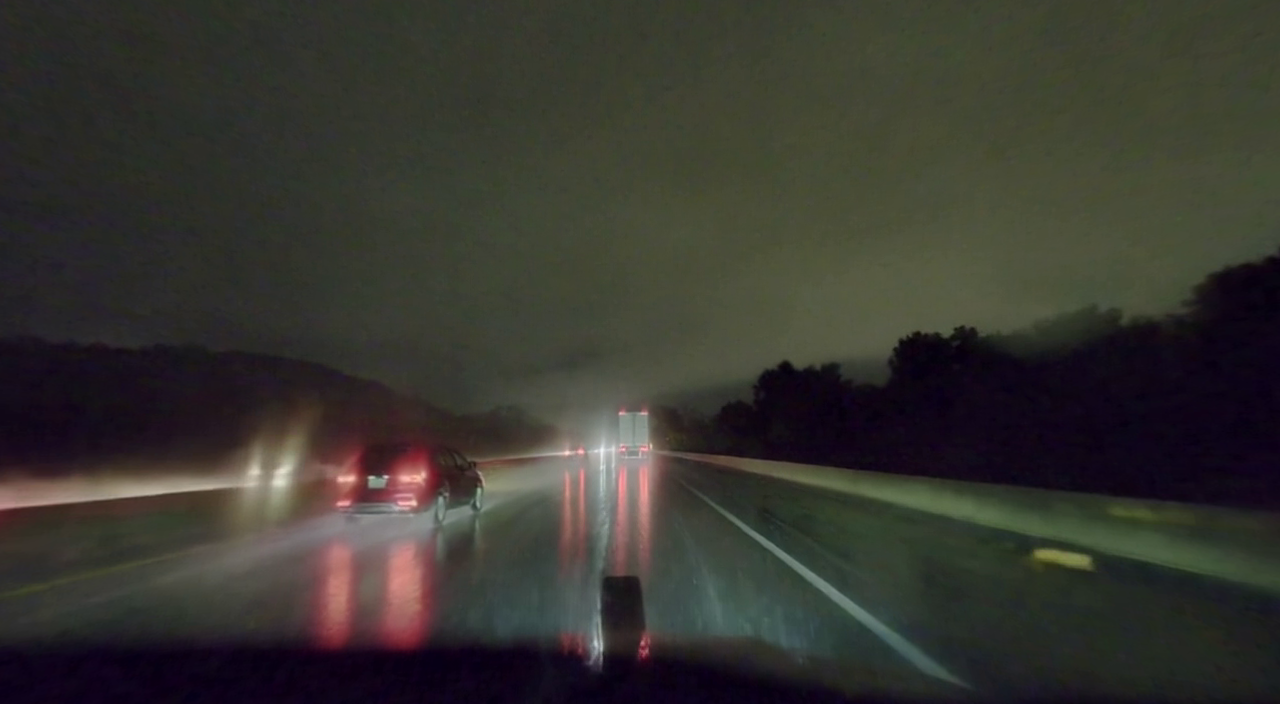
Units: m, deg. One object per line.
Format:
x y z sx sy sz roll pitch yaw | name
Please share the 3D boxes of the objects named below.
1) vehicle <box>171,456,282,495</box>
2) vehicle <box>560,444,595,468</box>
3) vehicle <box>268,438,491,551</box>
-16.992 5.082 26.213 1.774 1.409 4.239 0 -9 -1 | vehicle
-4.513 7.639 46.418 2.115 1.668 4.217 0 -9 0 | vehicle
-4.021 2.245 10.642 1.978 1.507 4.062 0 -9 0 | vehicle
